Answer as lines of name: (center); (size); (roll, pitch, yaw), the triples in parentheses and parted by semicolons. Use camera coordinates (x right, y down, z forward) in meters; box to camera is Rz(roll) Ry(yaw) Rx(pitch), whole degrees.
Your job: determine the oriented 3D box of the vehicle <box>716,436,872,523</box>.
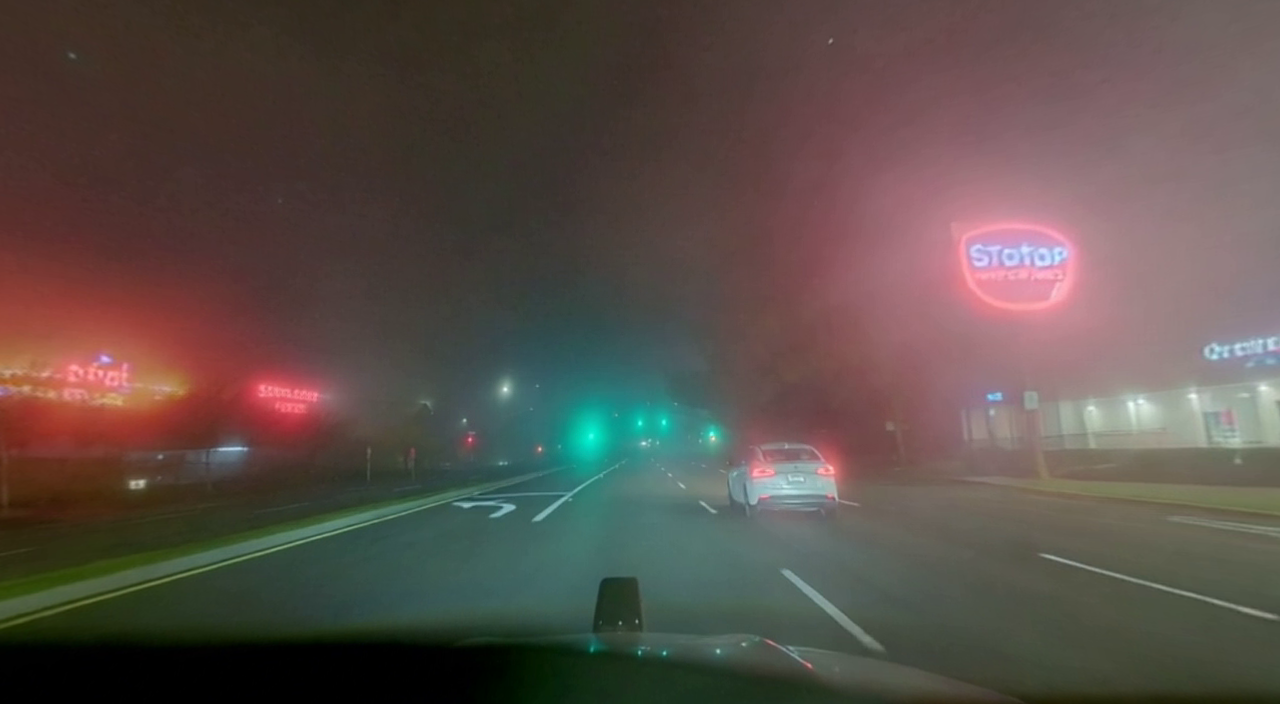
vehicle: (2.914, 2.531, 13.073); (2.015, 1.479, 4.444); (0, -9, -1)
